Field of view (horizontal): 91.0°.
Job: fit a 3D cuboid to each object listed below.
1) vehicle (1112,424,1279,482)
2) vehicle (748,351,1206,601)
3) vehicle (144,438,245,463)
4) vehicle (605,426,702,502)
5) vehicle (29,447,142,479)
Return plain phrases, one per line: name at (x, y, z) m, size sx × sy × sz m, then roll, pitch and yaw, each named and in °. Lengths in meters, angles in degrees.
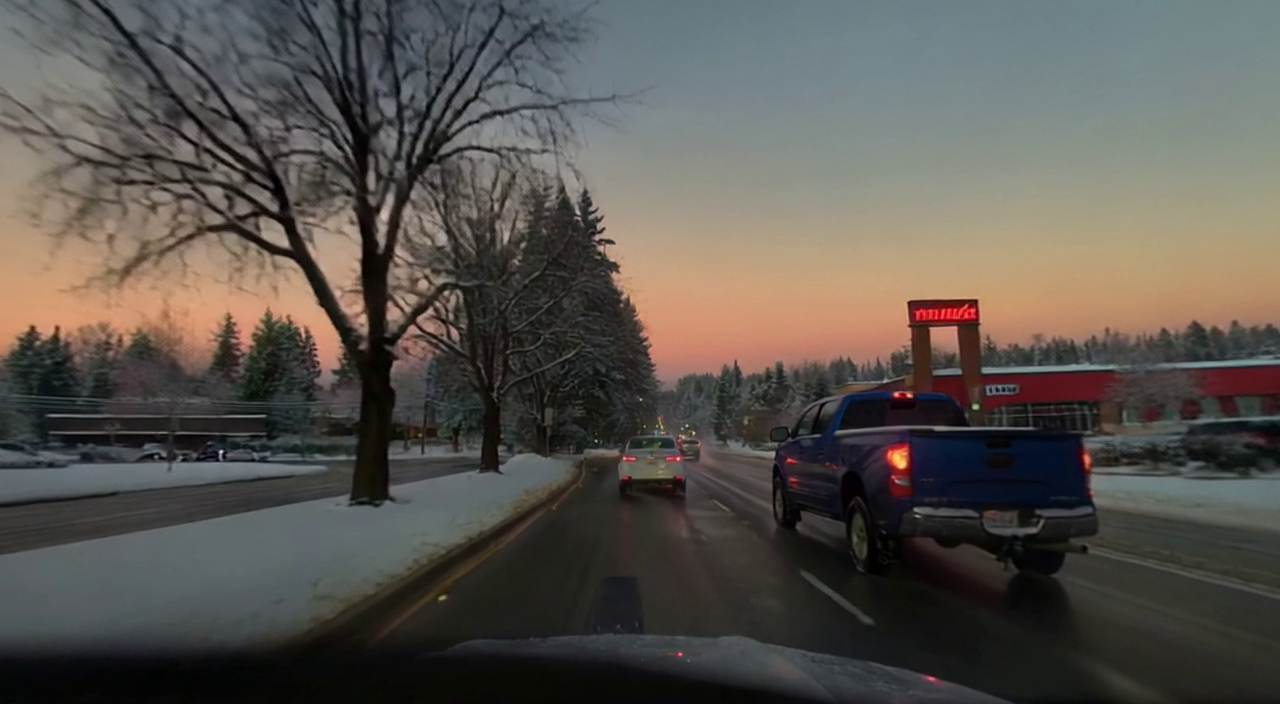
vehicle at (18.224, 3.294, 20.744) m, size 1.974 × 1.678 × 4.213 m, roll 1°, pitch -8°, yaw -1°
vehicle at (3.367, 1.486, 8.412) m, size 2.731 × 2.101 × 6.047 m, roll 0°, pitch -8°, yaw 0°
vehicle at (-32.520, 7.201, 46.089) m, size 5.603 × 1.772 × 2.150 m, roll 1°, pitch -9°, yaw -2°
vehicle at (0.298, 2.768, 15.887) m, size 2.145 × 1.650 × 4.021 m, roll 0°, pitch -8°, yaw 0°
vehicle at (-28.065, 5.620, 31.964) m, size 3.894 × 1.527 × 1.872 m, roll -1°, pitch -10°, yaw -1°
